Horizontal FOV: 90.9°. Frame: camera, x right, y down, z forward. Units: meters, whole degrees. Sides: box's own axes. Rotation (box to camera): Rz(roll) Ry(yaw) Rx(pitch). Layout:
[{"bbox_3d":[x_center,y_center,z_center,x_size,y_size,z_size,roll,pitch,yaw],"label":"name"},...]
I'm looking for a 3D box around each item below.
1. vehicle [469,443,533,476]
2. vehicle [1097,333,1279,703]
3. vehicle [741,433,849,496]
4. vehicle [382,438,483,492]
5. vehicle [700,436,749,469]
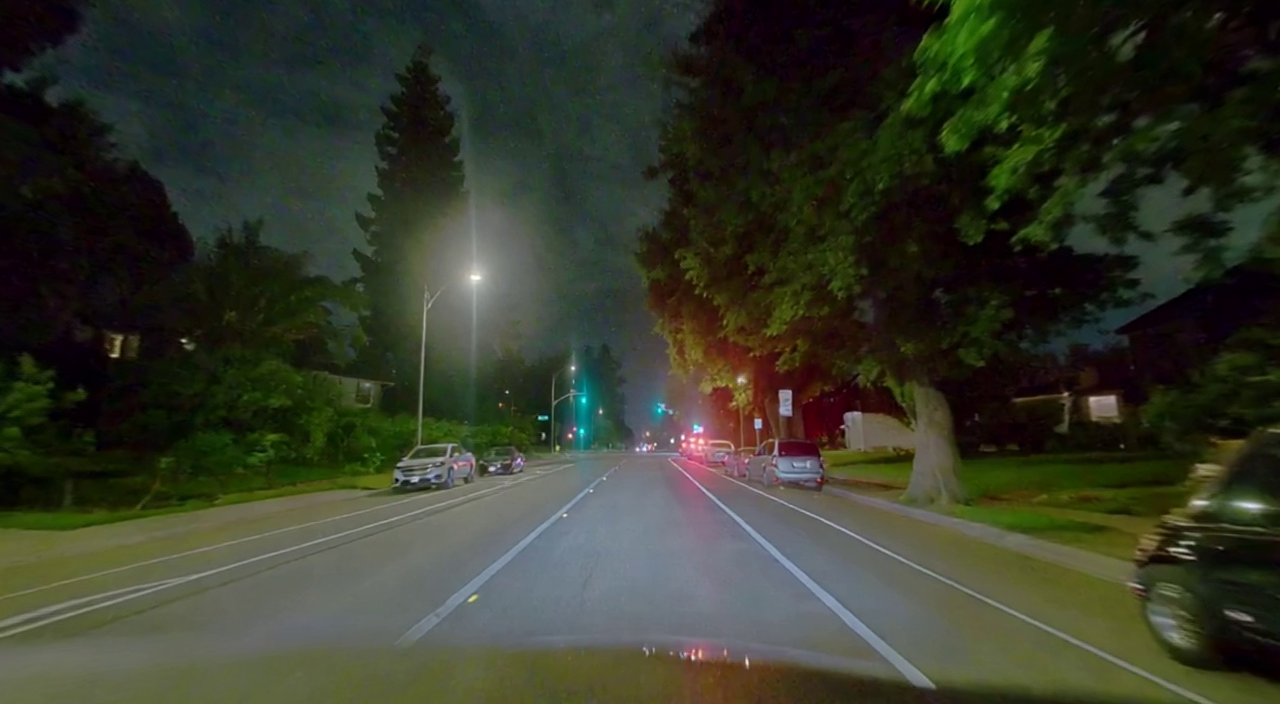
[{"bbox_3d":[-6.856,5.327,31.549,2.041,1.489,4.439,-1,-8,2],"label":"vehicle"},{"bbox_3d":[4.549,0.702,1.879,2.355,2.013,5.291,0,-8,0],"label":"vehicle"},{"bbox_3d":[4.666,3.476,19.878,2.118,1.701,5.067,0,-8,0],"label":"vehicle"},{"bbox_3d":[-7.258,3.956,22.537,1.985,1.714,4.395,-1,-8,2],"label":"vehicle"},{"bbox_3d":[5.013,6.066,38.253,2.279,1.829,4.859,0,-8,0],"label":"vehicle"}]
